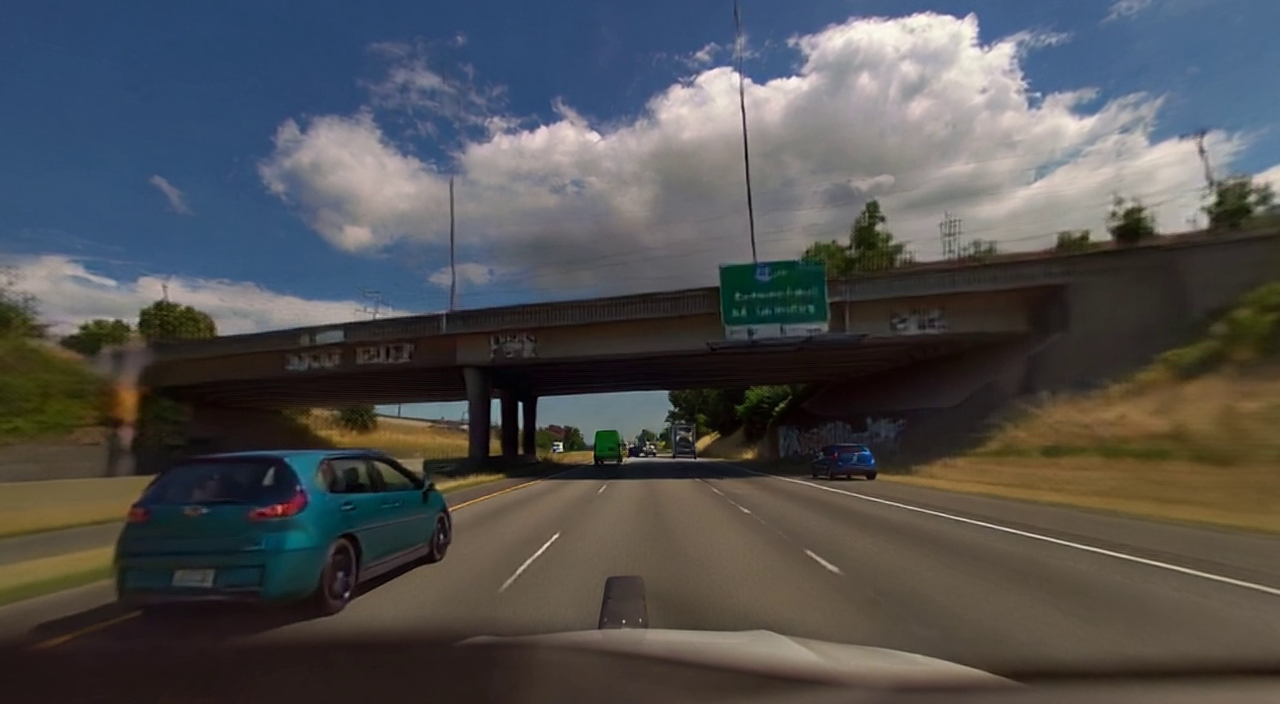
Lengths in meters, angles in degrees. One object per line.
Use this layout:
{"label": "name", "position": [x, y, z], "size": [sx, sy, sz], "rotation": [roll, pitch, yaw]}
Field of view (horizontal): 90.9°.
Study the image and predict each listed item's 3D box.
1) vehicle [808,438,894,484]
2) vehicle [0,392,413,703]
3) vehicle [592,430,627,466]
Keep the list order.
{"label": "vehicle", "position": [8.337, 4.359, 25.317], "size": [1.936, 1.664, 4.198], "rotation": [0, -9, -1]}
{"label": "vehicle", "position": [-3.148, 1.083, 3.427], "size": [2.029, 1.472, 4.721], "rotation": [0, -9, 1]}
{"label": "vehicle", "position": [-2.316, 7.553, 49.453], "size": [2.451, 2.627, 5.868], "rotation": [0, -9, 0]}
